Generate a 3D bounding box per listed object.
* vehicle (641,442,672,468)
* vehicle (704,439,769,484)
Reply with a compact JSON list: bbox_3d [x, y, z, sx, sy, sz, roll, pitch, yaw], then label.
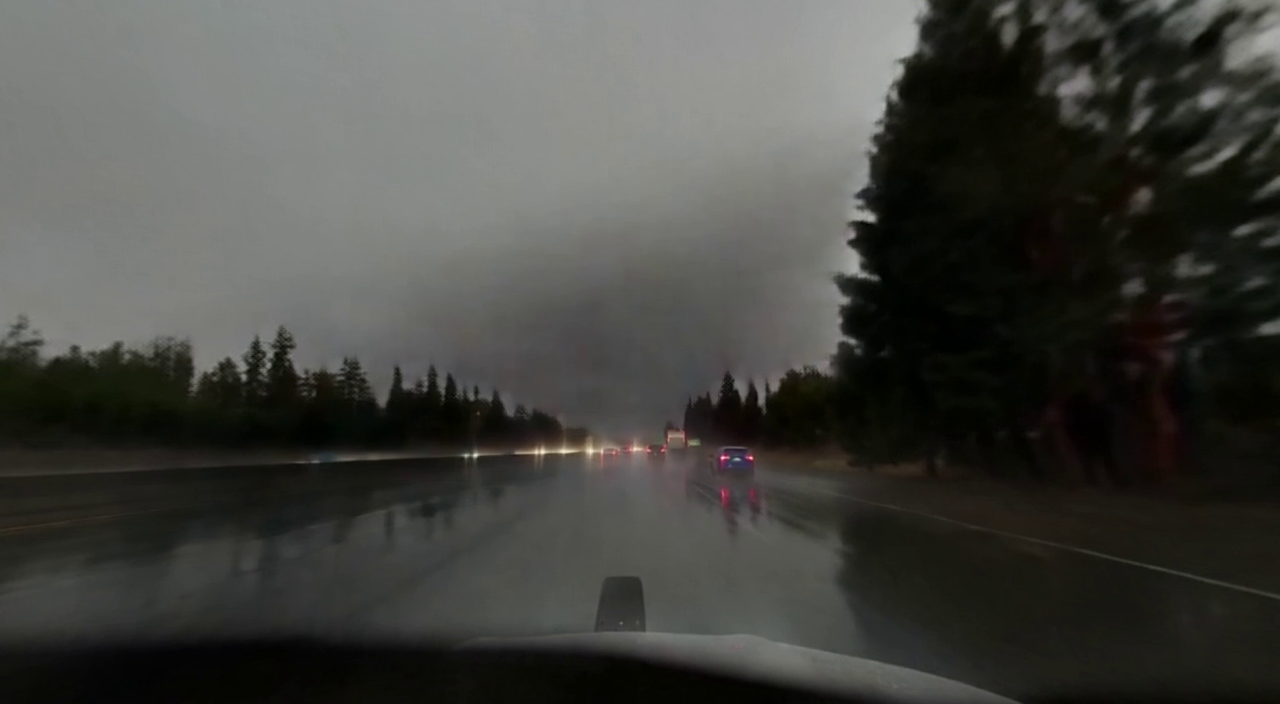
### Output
[{"bbox_3d":[1.153,7.533,46.102,2.205,1.785,4.423,0,-9,0],"label":"vehicle"},{"bbox_3d":[4.017,4.646,26.989,2.082,1.720,4.393,0,-9,0],"label":"vehicle"}]
